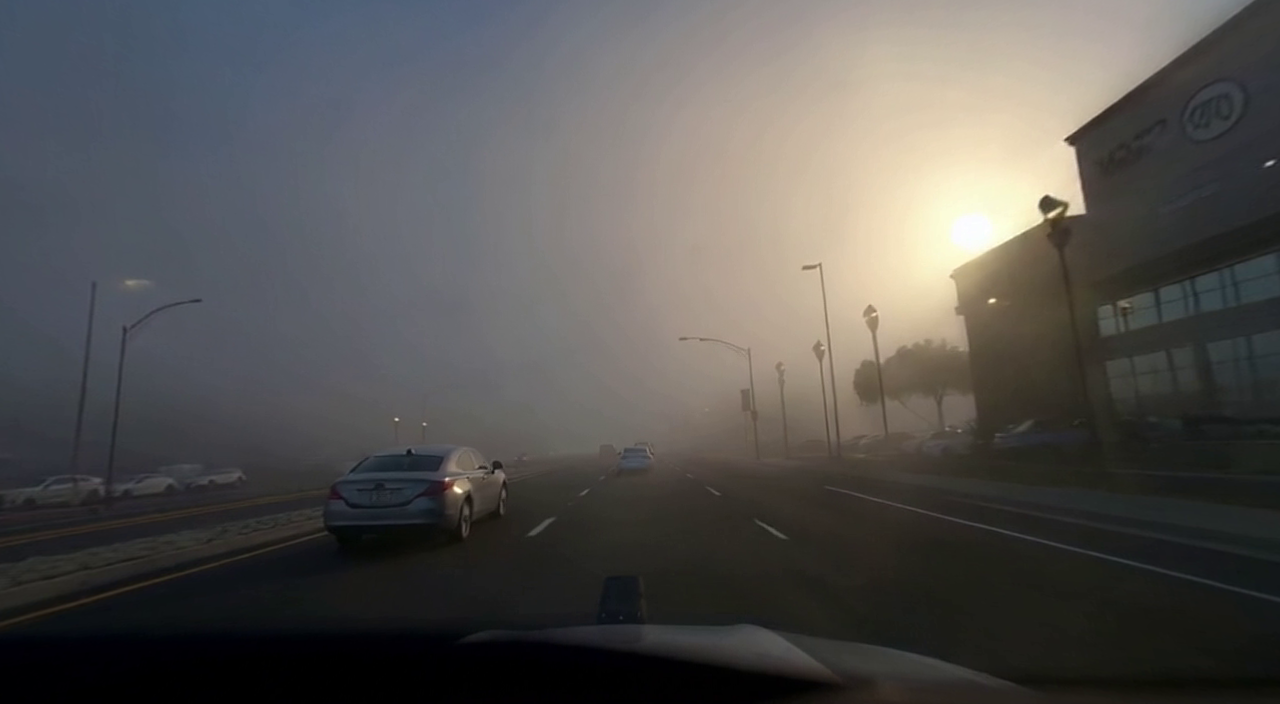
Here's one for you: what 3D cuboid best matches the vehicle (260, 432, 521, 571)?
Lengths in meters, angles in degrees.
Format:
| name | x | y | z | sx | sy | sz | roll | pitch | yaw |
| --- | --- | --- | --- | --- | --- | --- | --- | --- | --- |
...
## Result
| name | x | y | z | sx | sy | sz | roll | pitch | yaw |
| --- | --- | --- | --- | --- | --- | --- | --- | --- | --- |
| vehicle | -3.124 | 1.954 | 9.059 | 1.939 | 1.496 | 4.309 | 0 | -9 | 1 |

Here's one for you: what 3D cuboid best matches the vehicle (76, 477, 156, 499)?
| name | x | y | z | sx | sy | sz | roll | pitch | yaw |
| --- | --- | --- | --- | --- | --- | --- | --- | --- | --- |
| vehicle | -37.171 | 9.641 | 44.746 | 4.103 | 1.444 | 1.795 | 0 | -9 | 2 |

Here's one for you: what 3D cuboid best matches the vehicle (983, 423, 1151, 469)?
| name | x | y | z | sx | sy | sz | roll | pitch | yaw |
| --- | --- | --- | --- | --- | --- | --- | --- | --- | --- |
| vehicle | 14.683 | 3.270 | 21.873 | 4.363 | 1.485 | 1.964 | 0 | -9 | 1 |

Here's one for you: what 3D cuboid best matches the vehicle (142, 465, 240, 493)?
| name | x | y | z | sx | sy | sz | roll | pitch | yaw |
| --- | --- | --- | --- | --- | --- | --- | --- | --- | --- |
| vehicle | -31.990 | 9.028 | 44.925 | 5.325 | 1.814 | 2.128 | 0 | -9 | 1 |

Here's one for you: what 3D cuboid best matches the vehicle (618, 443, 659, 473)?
| name | x | y | z | sx | sy | sz | roll | pitch | yaw |
| --- | --- | --- | --- | --- | --- | --- | --- | --- | --- |
| vehicle | -0.086 | 5.537 | 33.123 | 2.019 | 1.459 | 4.005 | 0 | -9 | -1 |
